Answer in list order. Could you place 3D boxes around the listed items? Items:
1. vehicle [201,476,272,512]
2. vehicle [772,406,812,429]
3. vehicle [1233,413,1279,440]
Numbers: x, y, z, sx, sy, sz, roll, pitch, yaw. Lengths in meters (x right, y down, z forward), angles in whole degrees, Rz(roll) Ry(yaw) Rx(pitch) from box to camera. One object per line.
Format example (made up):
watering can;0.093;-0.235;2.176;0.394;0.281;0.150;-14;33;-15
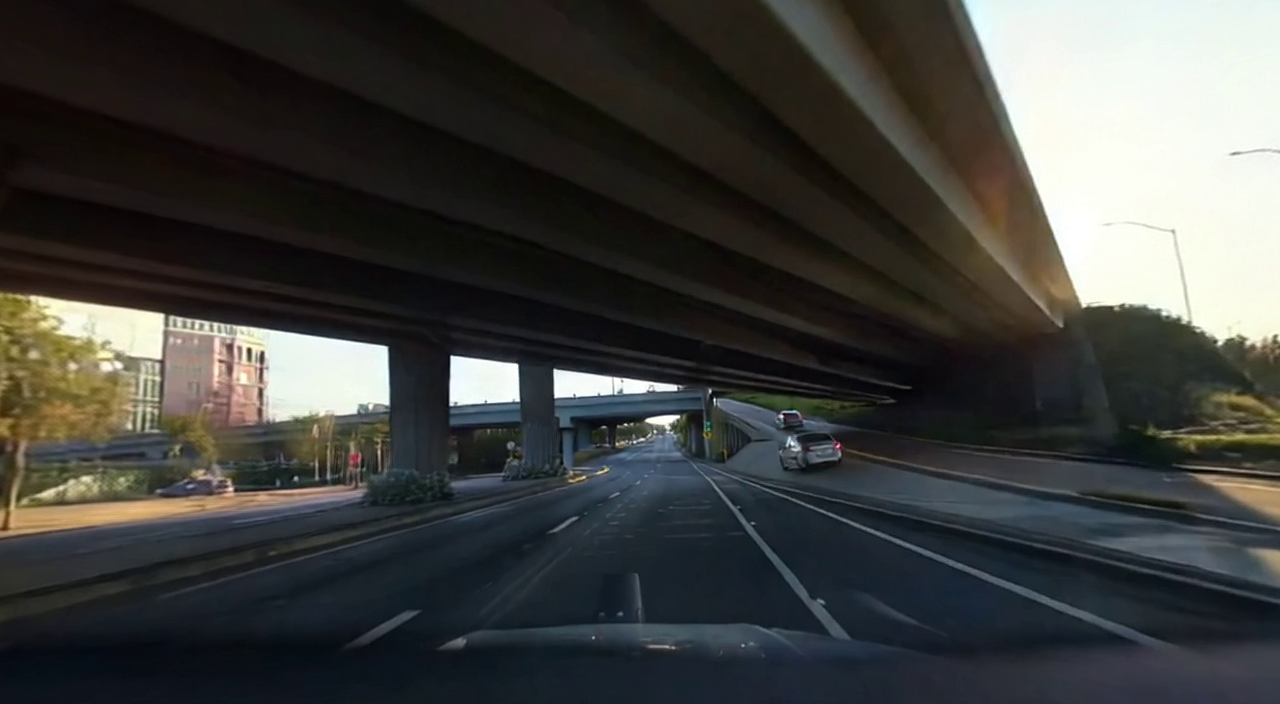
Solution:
vehicle;-21.220;7.450;33.417;2.105;1.469;4.514;3;-9;-19
vehicle;11.082;4.863;46.370;2.048;1.516;3.874;0;-8;1
vehicle;43.162;5.070;42.823;1.744;1.705;4.514;-1;-8;4
